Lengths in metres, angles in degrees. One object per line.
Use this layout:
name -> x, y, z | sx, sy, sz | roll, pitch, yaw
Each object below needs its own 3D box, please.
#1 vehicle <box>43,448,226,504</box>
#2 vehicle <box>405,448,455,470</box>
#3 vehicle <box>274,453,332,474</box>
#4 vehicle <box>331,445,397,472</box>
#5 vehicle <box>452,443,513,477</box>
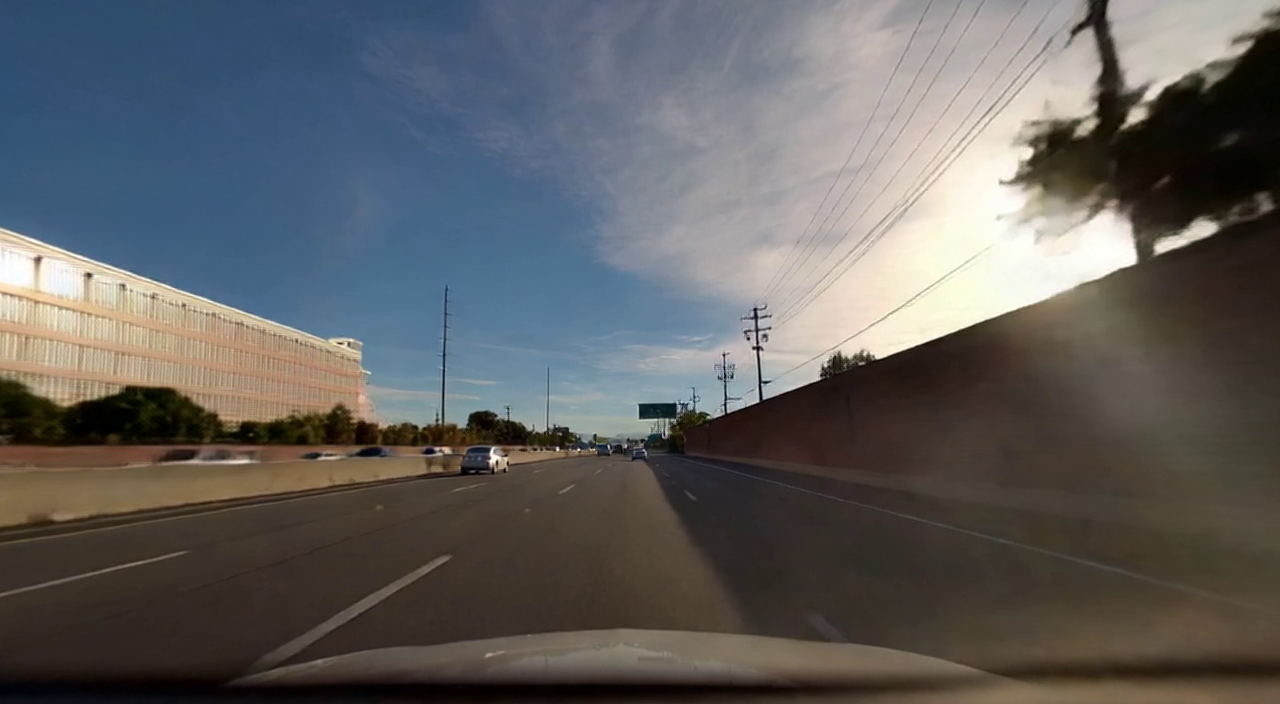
vehicle -> -14.939, 3.642, 19.067 | 1.820, 1.451, 4.431 | 0, -8, 0
vehicle -> -14.874, 7.580, 45.063 | 1.886, 1.455, 4.584 | 0, -8, 1
vehicle -> -25.637, 8.453, 48.210 | 1.811, 1.450, 4.598 | 0, -8, 1
vehicle -> -18.679, 7.186, 43.017 | 2.027, 1.716, 5.336 | 0, -8, 0
vehicle -> -7.850, 5.403, 31.869 | 2.013, 1.574, 3.923 | 0, -8, 0
